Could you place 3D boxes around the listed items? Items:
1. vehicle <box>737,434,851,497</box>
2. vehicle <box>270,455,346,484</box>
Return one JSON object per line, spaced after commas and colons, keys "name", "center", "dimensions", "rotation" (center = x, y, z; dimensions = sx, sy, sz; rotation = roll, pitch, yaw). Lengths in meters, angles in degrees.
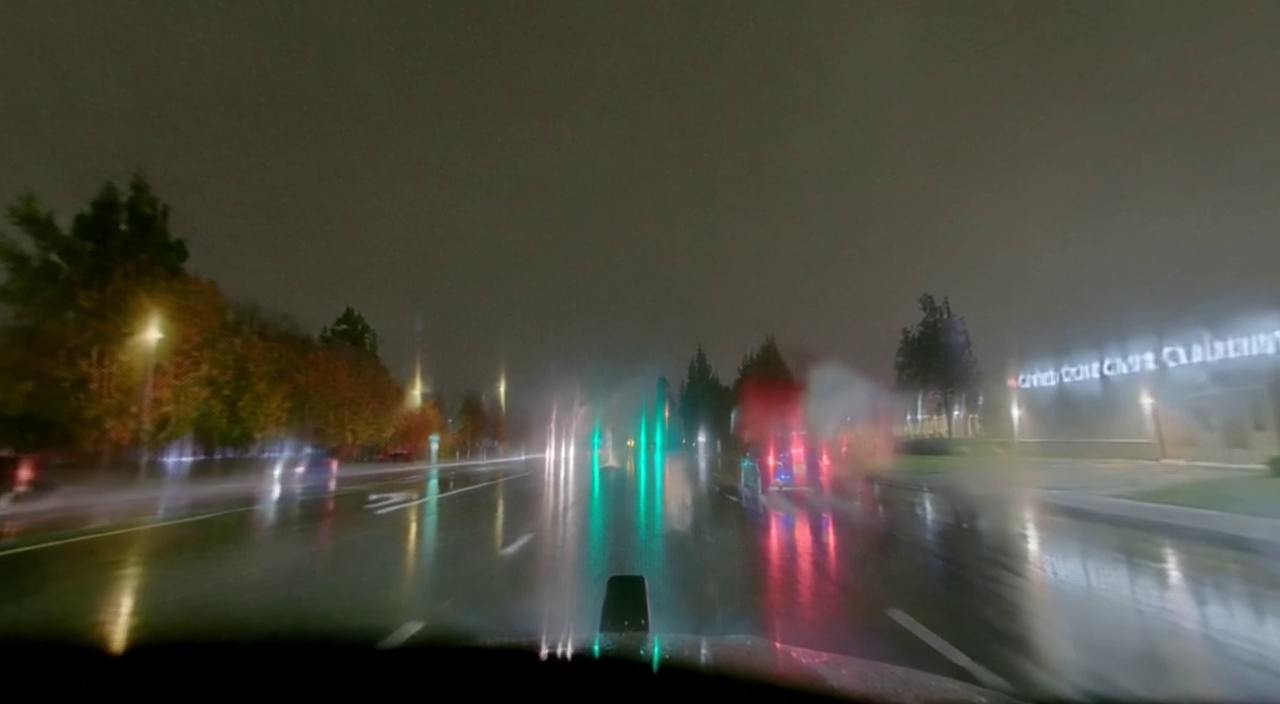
{"name": "vehicle", "center": [4.028, 3.046, 17.308], "dimensions": [1.977, 1.474, 4.399], "rotation": [0, -8, 0]}
{"name": "vehicle", "center": [-19.061, 6.720, 36.417], "dimensions": [1.922, 1.462, 4.547], "rotation": [0, -8, 0]}
